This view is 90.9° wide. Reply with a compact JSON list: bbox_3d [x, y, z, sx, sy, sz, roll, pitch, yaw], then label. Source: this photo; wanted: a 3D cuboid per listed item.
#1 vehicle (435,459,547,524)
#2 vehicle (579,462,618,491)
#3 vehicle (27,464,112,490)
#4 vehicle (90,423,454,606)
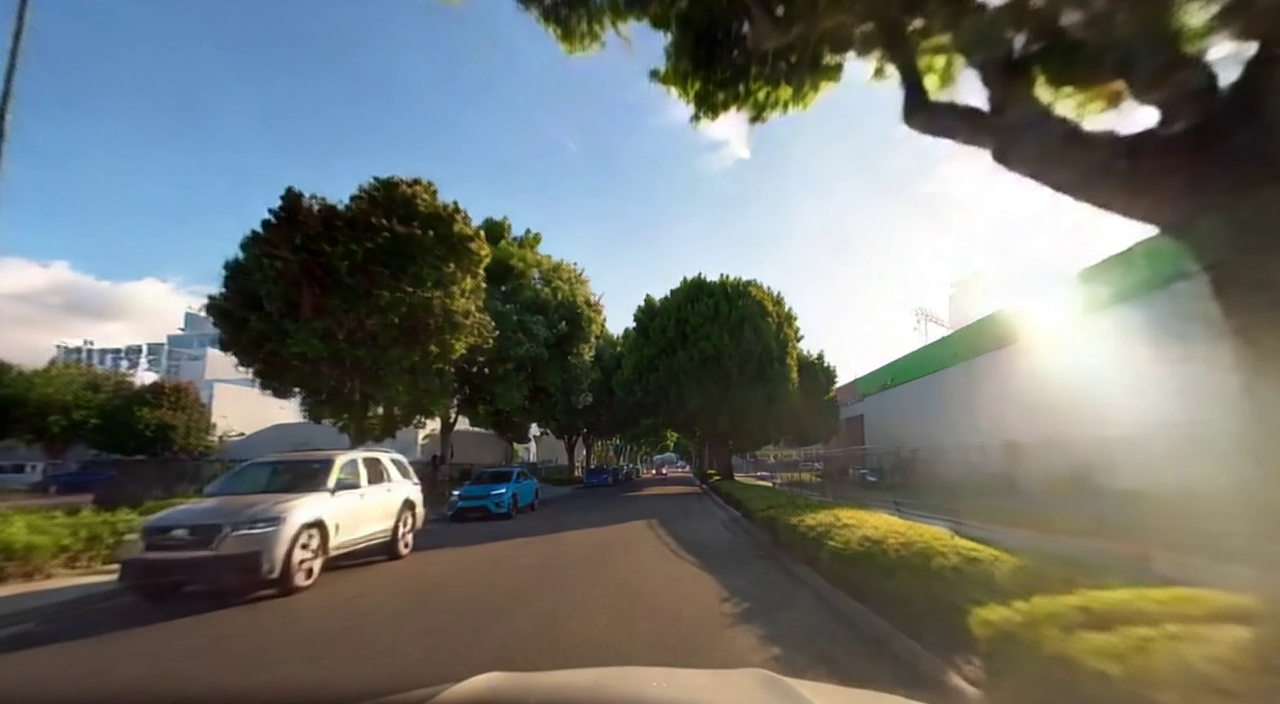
[{"bbox_3d":[-4.009,3.835,17.762,1.903,1.542,4.115,-2,-10,4],"label":"vehicle"},{"bbox_3d":[-2.522,7.656,38.941,2.011,1.596,3.760,-1,-10,2],"label":"vehicle"},{"bbox_3d":[-32.313,7.078,35.788,1.590,1.392,3.279,0,-11,1],"label":"vehicle"},{"bbox_3d":[-4.375,2.028,8.670,2.022,1.776,4.625,-2,-10,3],"label":"vehicle"}]
